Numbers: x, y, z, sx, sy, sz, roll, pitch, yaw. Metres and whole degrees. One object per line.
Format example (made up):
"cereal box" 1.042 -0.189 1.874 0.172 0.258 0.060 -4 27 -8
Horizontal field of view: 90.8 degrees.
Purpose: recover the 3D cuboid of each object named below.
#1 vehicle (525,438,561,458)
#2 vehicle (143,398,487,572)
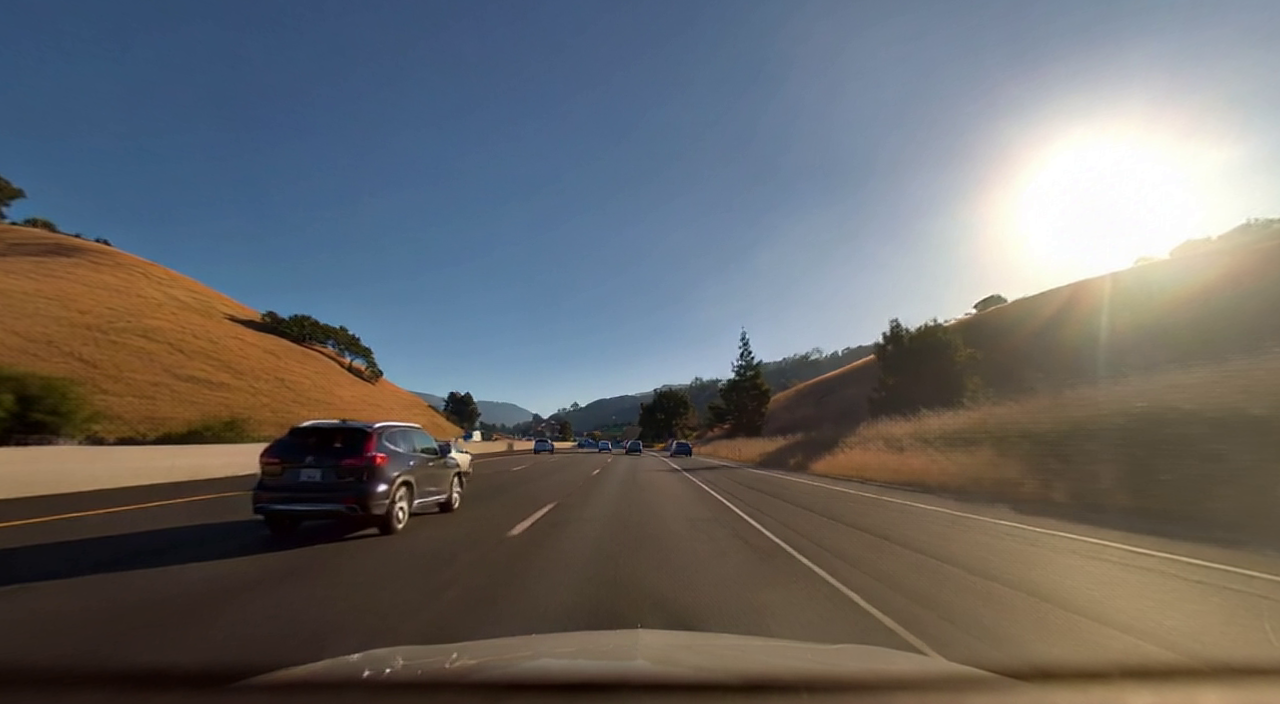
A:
"vehicle" -7.450 7.376 48.710 2.020 1.447 4.322 0 -8 1
"vehicle" -3.768 1.652 8.606 2.166 1.700 4.661 0 -8 0
